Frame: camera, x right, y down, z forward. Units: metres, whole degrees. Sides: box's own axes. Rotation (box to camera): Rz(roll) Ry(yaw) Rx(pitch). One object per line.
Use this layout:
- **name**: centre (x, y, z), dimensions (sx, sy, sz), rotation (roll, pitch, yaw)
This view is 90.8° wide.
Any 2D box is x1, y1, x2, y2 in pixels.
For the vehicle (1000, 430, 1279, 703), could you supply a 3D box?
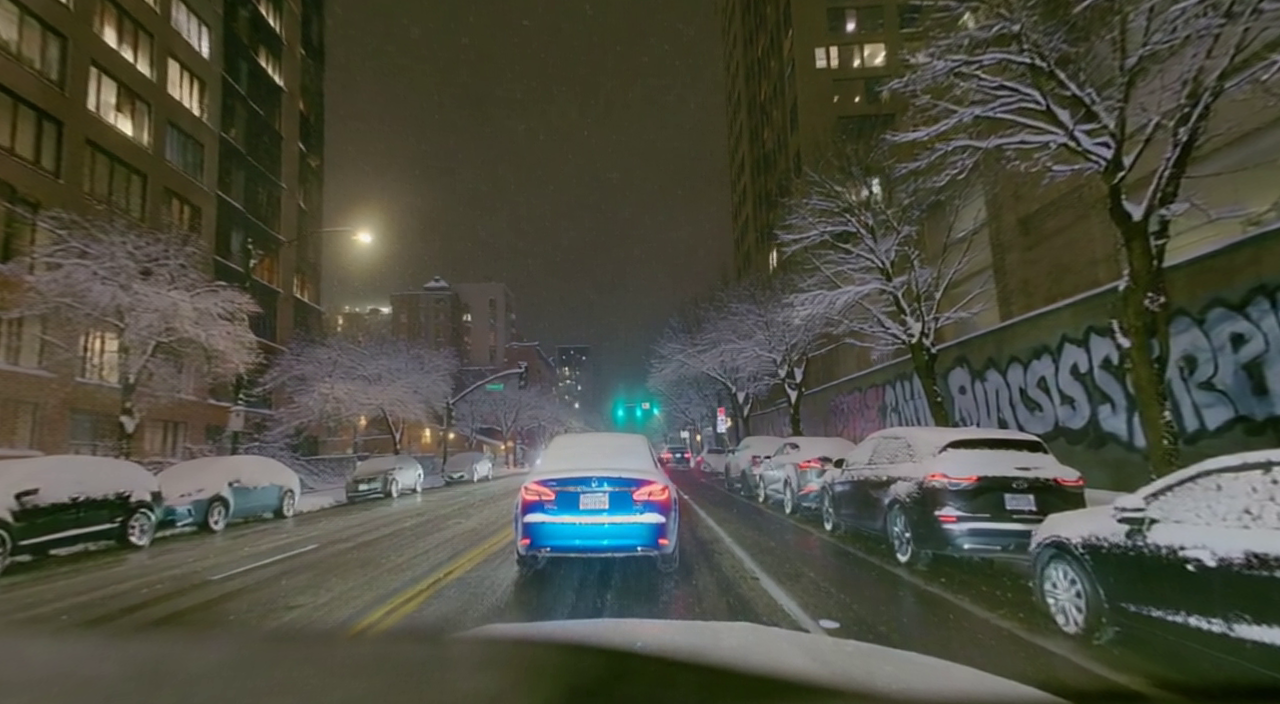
- **vehicle**: centre (4.209, 1.232, 3.317), dimensions (1.955, 1.535, 4.266), rotation (3, -9, -3)

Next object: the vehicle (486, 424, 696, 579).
- **vehicle**: centre (-0.514, 1.870, 8.748), dimensions (2.166, 1.579, 4.300), rotation (0, -8, 0)

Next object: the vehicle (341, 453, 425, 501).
- **vehicle**: centre (-11.053, 5.351, 27.443), dimensions (1.822, 1.639, 4.144), rotation (-8, -8, -1)

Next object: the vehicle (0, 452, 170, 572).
- **vehicle**: centre (-10.870, 2.771, 10.949), dimensions (1.988, 1.781, 4.827), rotation (-6, -8, -3)

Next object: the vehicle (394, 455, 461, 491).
- **vehicle**: centre (-11.114, 6.317, 33.335), dimensions (1.931, 1.499, 4.645), rotation (-6, -8, -2)

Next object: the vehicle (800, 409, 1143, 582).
- **vehicle**: centre (4.197, 1.903, 9.371), dimensions (2.097, 1.811, 5.230), rotation (0, -8, -2)

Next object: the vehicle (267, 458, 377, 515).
- **vehicle**: centre (-10.986, 4.616, 22.154), dimensions (1.741, 1.506, 4.370), rotation (-5, -8, -3)

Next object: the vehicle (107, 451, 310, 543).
- **vehicle**: centre (-10.918, 3.610, 16.480), dimensions (2.276, 1.741, 4.439), rotation (-7, -8, -1)
